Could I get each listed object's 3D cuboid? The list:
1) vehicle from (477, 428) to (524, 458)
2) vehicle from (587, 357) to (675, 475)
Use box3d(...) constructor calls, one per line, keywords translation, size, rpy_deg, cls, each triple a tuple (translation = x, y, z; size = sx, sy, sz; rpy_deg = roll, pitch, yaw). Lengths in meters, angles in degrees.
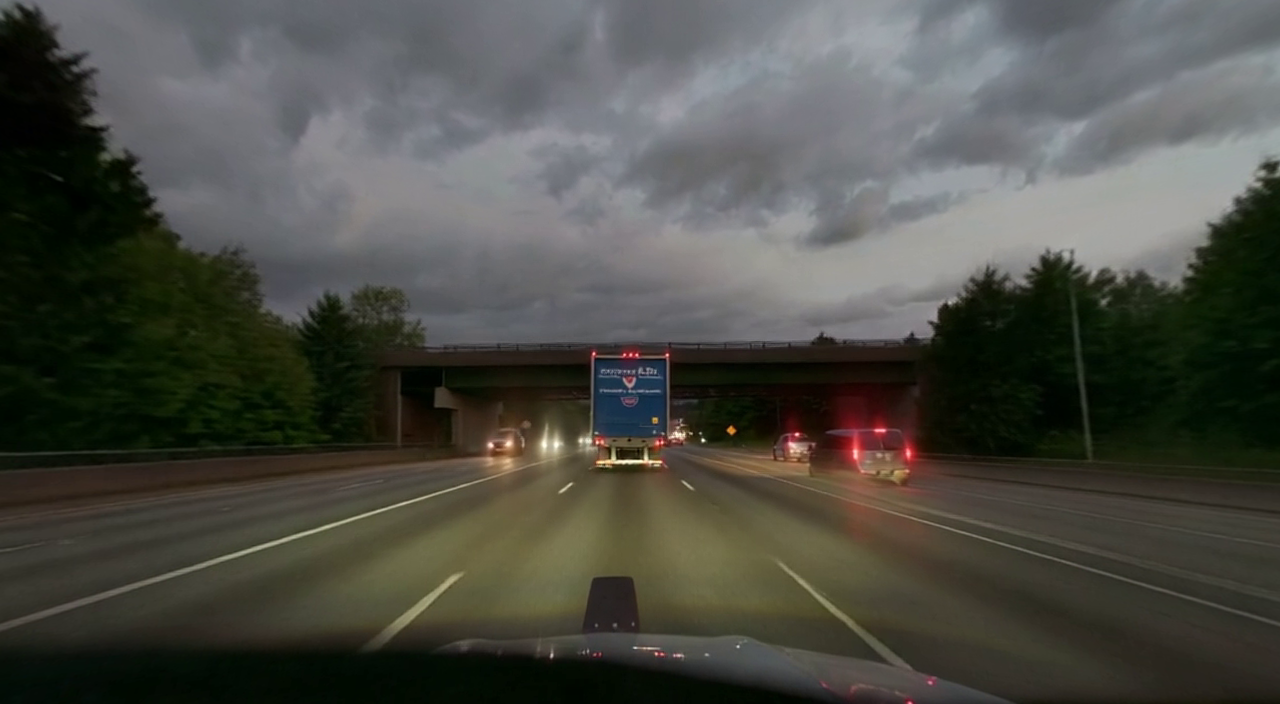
box3d(translation=(-8.967, 5.873, 40.832), size=(2.037, 1.853, 4.336), rpy_deg=(0, -8, -1), cls="vehicle")
box3d(translation=(-0.535, 2.747, 25.827), size=(2.895, 3.861, 10.213), rpy_deg=(0, -8, -3), cls="vehicle")
